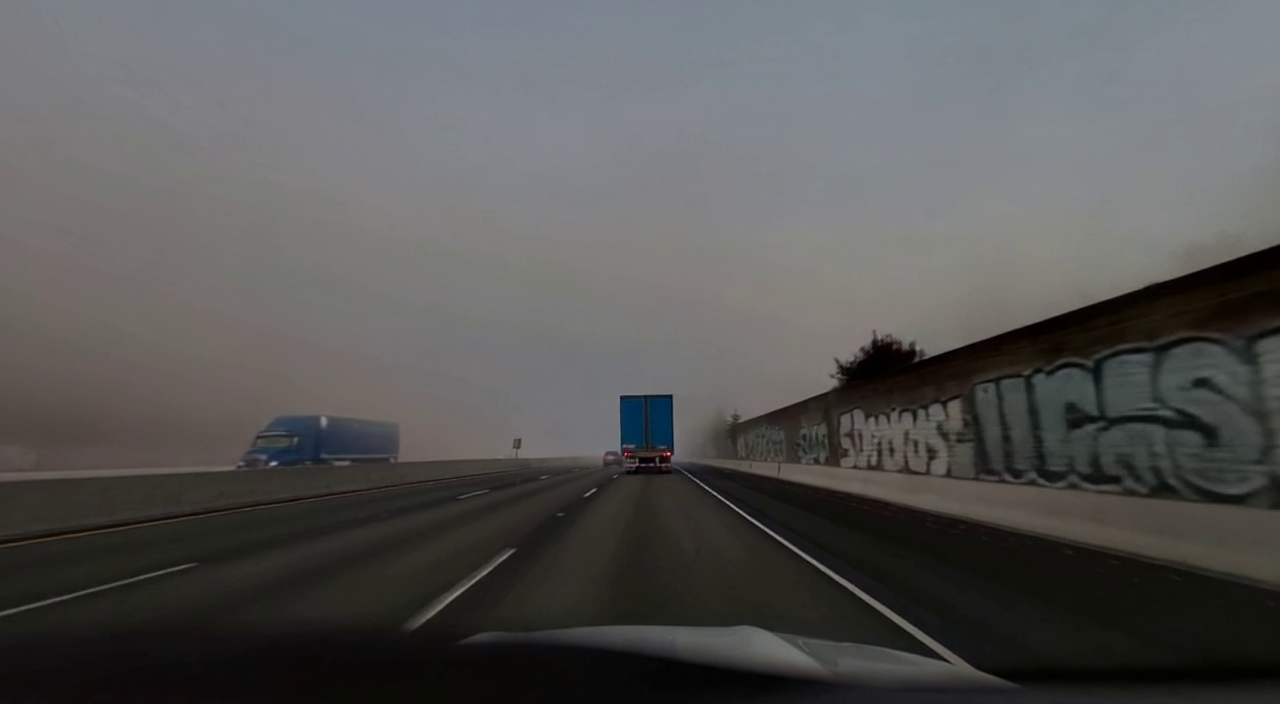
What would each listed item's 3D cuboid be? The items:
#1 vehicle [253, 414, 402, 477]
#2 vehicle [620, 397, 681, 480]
[{"bbox_3d":[-23.643,7.392,49.589,2.997,4.110,16.358,0,-9,1],"label":"vehicle"},{"bbox_3d":[0.535,5.113,36.774,2.997,4.069,10.871,0,-9,0],"label":"vehicle"}]
